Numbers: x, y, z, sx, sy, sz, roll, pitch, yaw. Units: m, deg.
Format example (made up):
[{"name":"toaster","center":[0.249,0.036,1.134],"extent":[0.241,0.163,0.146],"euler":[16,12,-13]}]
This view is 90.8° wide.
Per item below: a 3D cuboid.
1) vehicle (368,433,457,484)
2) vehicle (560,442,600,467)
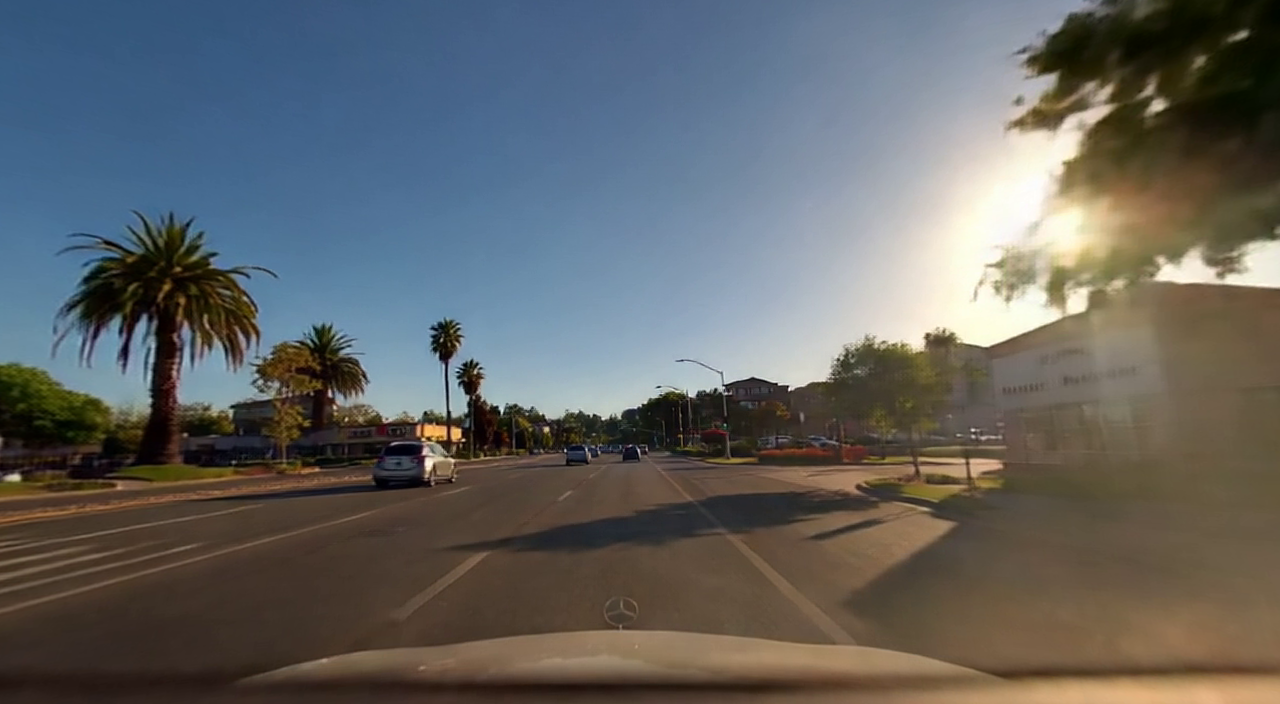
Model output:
[{"name":"vehicle","center":[-8.596,4.071,24.362],"extent":[2.022,1.746,4.406],"euler":[0,-9,-4]},{"name":"vehicle","center":[-3.745,6.446,39.906],"extent":[2.181,1.483,4.123],"euler":[0,-9,-1]}]
